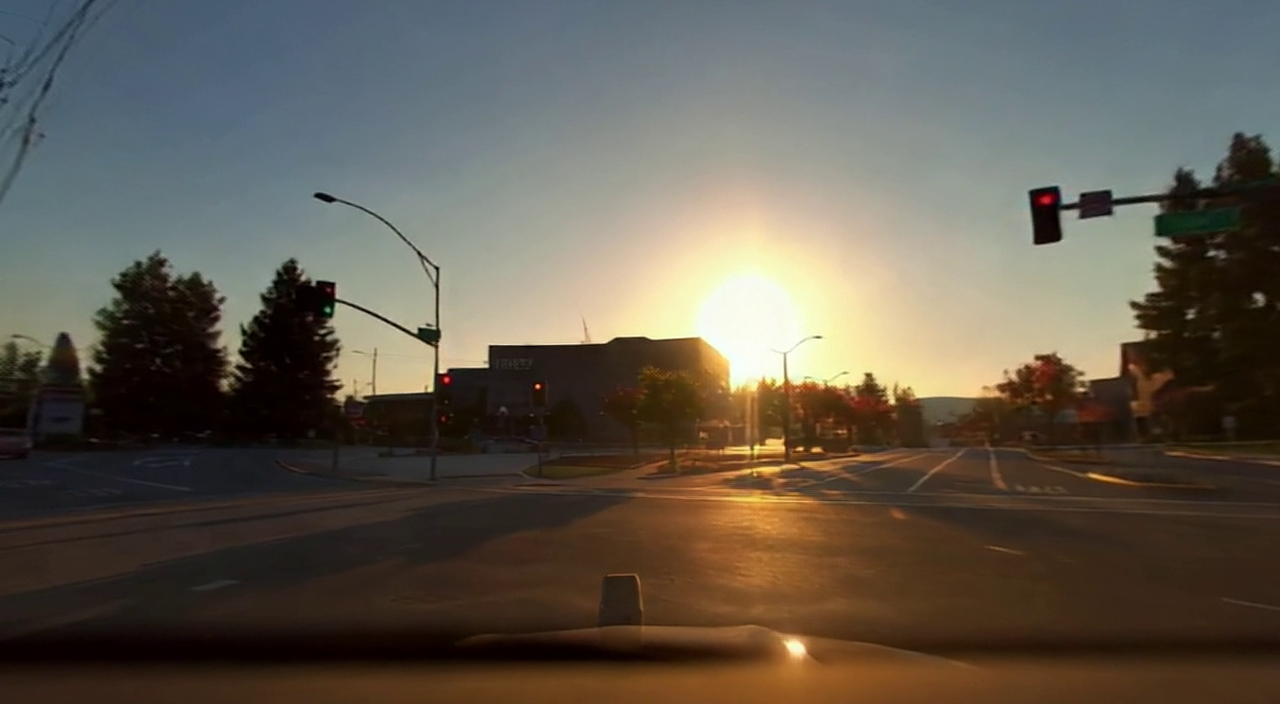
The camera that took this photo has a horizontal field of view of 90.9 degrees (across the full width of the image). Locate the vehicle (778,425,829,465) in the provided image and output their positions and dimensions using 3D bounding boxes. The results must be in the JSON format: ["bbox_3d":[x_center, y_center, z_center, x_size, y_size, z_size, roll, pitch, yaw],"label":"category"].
[{"bbox_3d":[12.296,6.953,47.084,2.324,2.750,5.997,-5,-10,27],"label":"vehicle"}]

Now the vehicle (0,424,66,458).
[{"bbox_3d":[-37.961,5.442,38.416,5.570,1.923,2.336,-4,-9,26],"label":"vehicle"}]
